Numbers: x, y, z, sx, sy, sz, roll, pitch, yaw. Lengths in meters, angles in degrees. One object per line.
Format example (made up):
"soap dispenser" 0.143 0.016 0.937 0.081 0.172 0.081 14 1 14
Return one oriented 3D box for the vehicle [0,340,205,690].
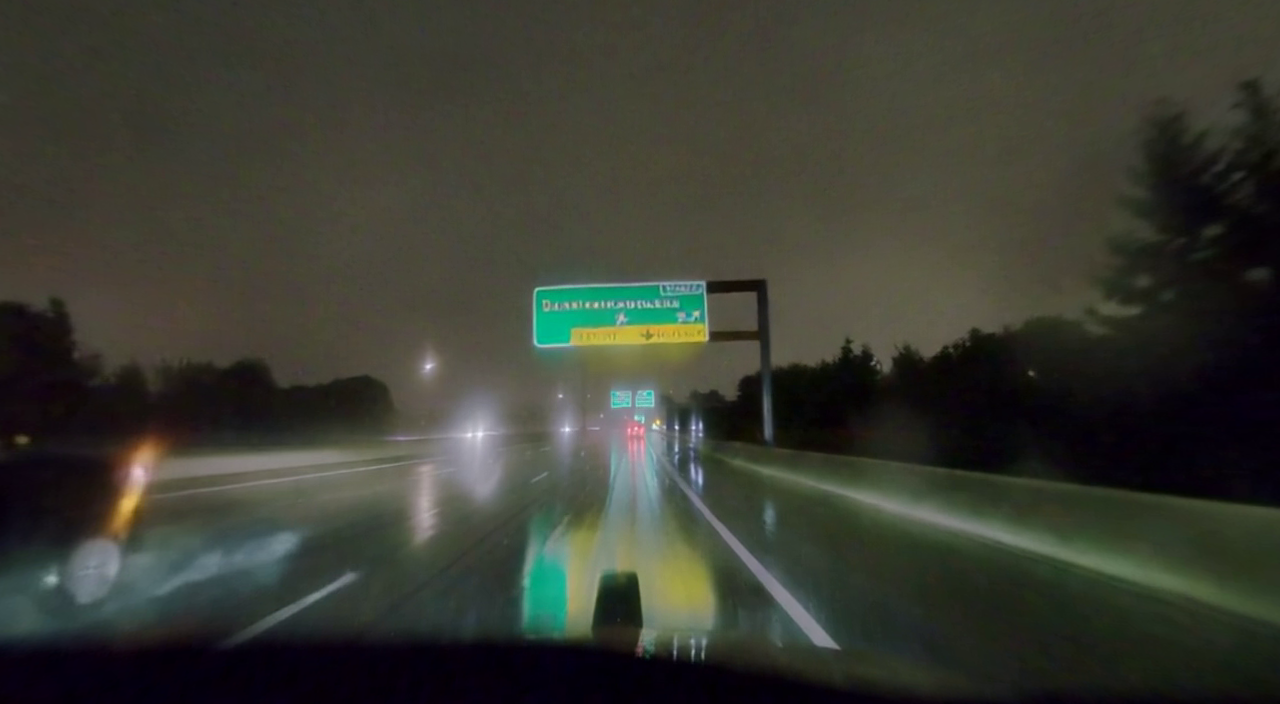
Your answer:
"vehicle" -4.255 0.685 2.153 2.153 1.730 4.772 0 -8 -1
